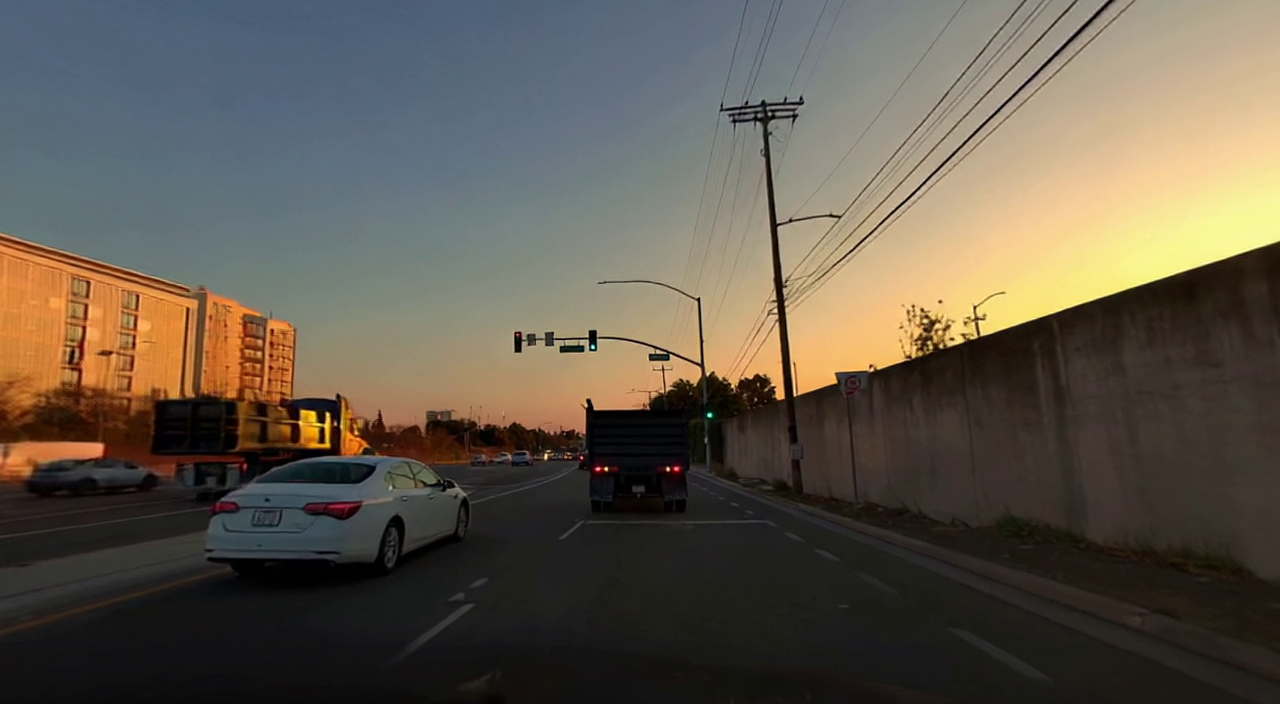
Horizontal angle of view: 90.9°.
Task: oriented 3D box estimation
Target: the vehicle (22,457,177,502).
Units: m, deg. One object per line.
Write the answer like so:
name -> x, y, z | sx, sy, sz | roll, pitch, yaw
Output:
vehicle -> -20.761, 4.894, 24.538 | 1.855, 1.462, 4.554 | -1, -8, 2

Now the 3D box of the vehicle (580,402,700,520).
vehicle -> 0.030, 2.535, 15.145 | 2.355, 2.305, 5.336 | 0, -8, 1

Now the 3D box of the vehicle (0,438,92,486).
vehicle -> -44.361, 7.814, 45.163 | 2.771, 3.253, 8.023 | -1, -8, 2

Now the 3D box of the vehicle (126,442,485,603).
vehicle -> -3.741, 1.962, 8.415 | 2.019, 1.480, 4.966 | 0, -8, 1
